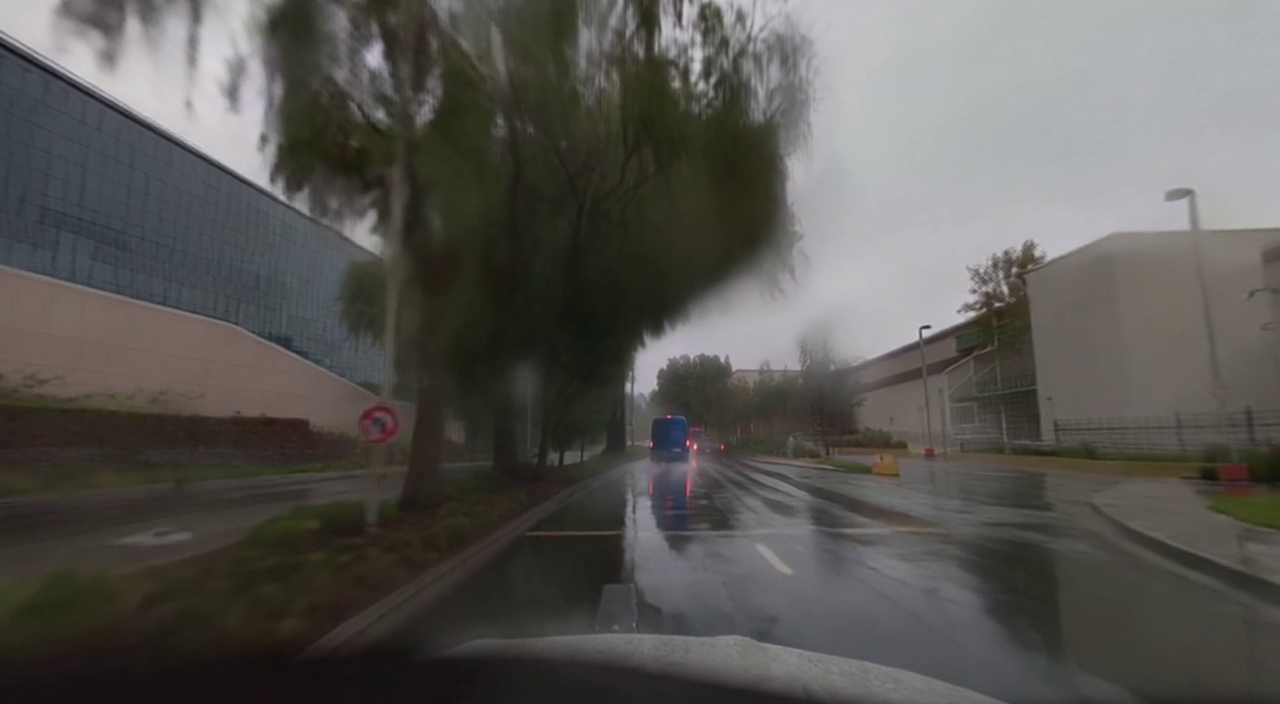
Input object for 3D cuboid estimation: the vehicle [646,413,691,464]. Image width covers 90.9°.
[{"bbox_3d":[1.774,5.111,37.296,2.435,2.816,5.232,-1,-8,5],"label":"vehicle"}]
